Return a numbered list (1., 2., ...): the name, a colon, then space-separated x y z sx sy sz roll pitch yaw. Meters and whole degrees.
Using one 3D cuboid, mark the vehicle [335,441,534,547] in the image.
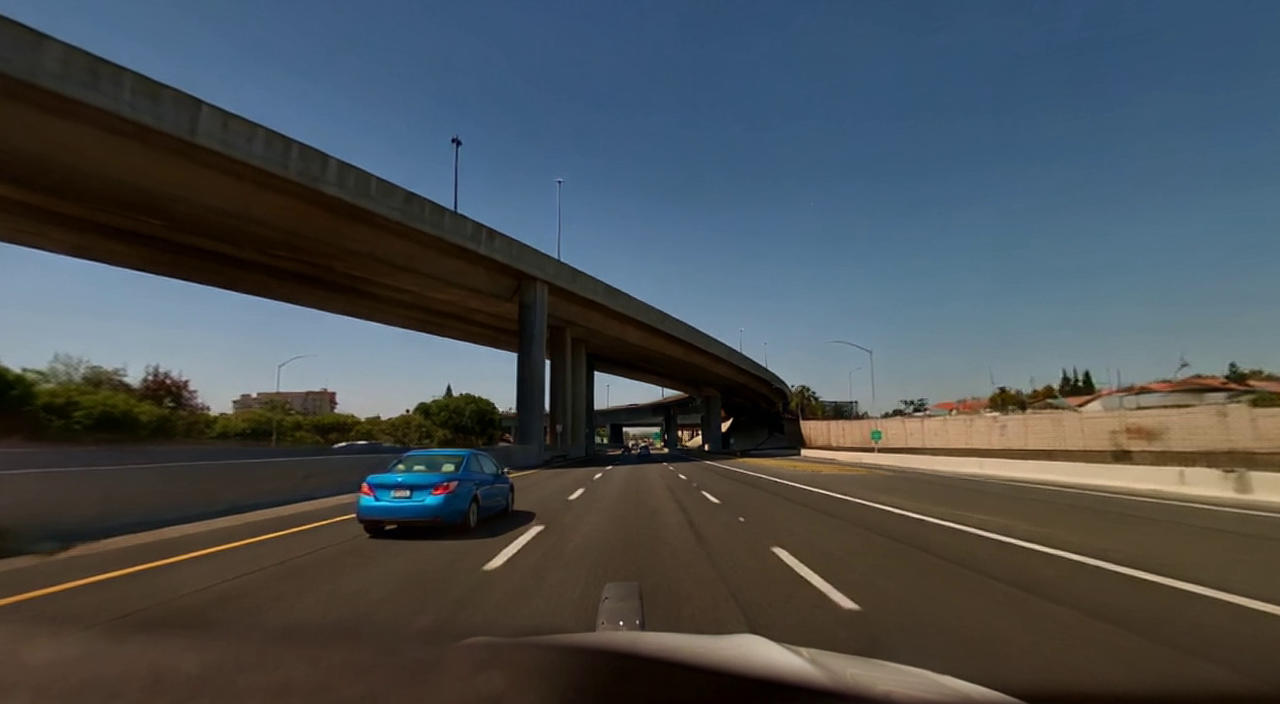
1. vehicle: -3.268 2.329 11.062 2.044 1.478 4.114 0 -9 1
